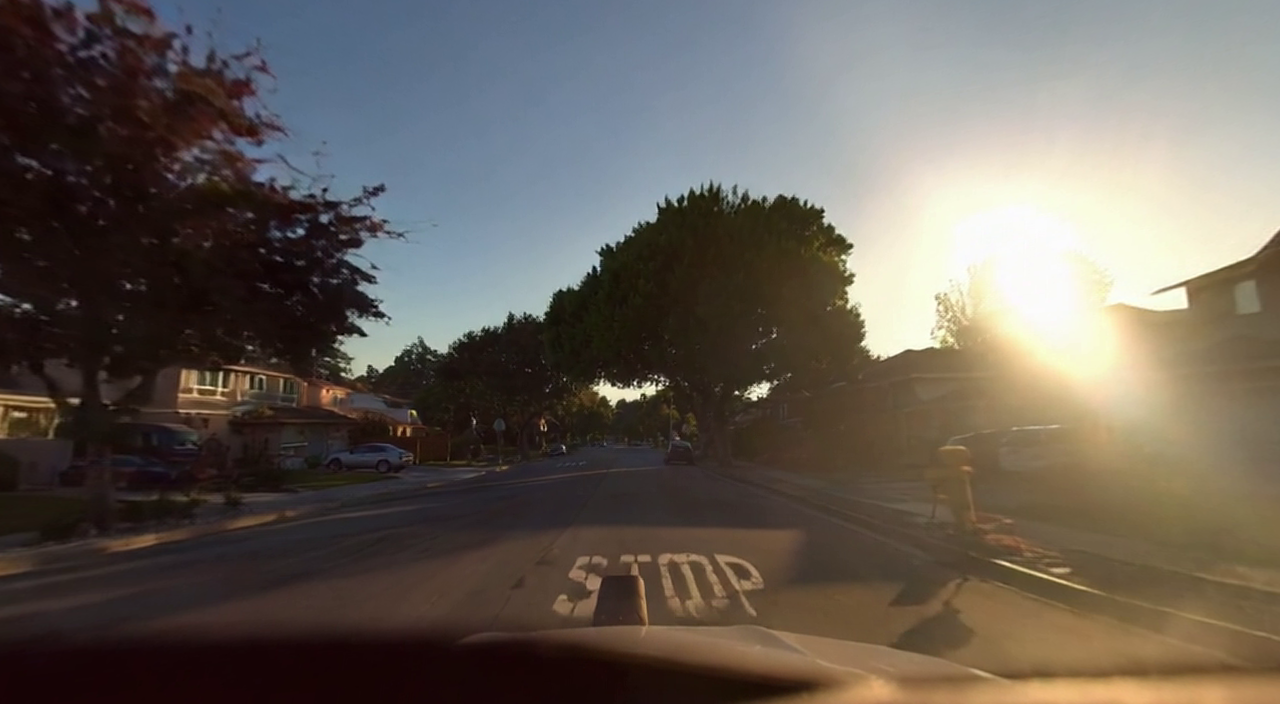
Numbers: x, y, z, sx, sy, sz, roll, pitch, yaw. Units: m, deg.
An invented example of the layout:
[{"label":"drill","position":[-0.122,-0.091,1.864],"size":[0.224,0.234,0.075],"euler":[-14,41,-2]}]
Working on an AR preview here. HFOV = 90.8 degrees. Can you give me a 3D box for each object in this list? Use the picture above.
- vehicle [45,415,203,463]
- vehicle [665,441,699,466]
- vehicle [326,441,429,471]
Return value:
[{"label":"vehicle","position":[-18.900,3.221,23.311],"size":[4.093,1.661,1.765],"euler":[0,-8,-5]},{"label":"vehicle","position":[2.740,6.706,41.793],"size":[1.975,1.528,4.000],"euler":[0,-8,0]},{"label":"vehicle","position":[-13.722,5.456,33.259],"size":[4.572,1.522,1.999],"euler":[1,-8,-5]}]
